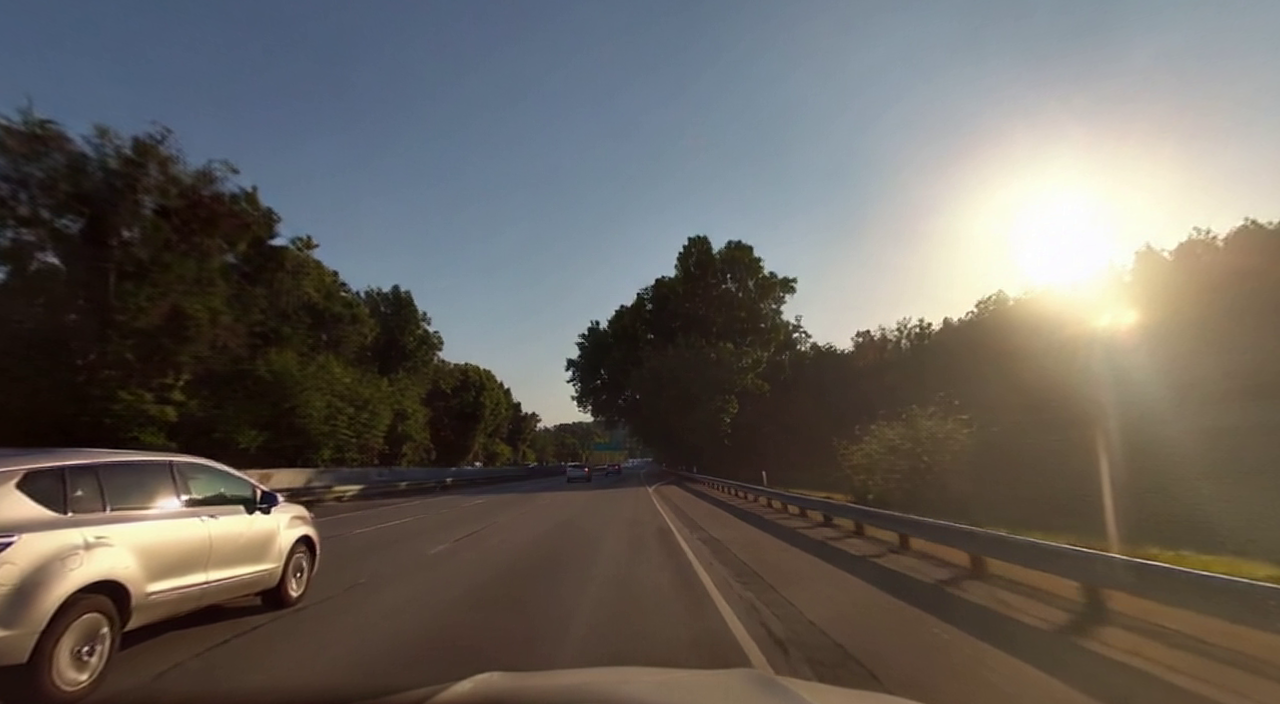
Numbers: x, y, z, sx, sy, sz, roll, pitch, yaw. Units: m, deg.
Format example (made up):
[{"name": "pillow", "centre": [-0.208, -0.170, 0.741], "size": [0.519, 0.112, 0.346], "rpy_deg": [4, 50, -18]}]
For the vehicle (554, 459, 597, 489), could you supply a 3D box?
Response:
[{"name": "vehicle", "centre": [-3.758, 7.278, 37.624], "size": [2.042, 1.629, 4.276], "rpy_deg": [1, -10, 1]}]
